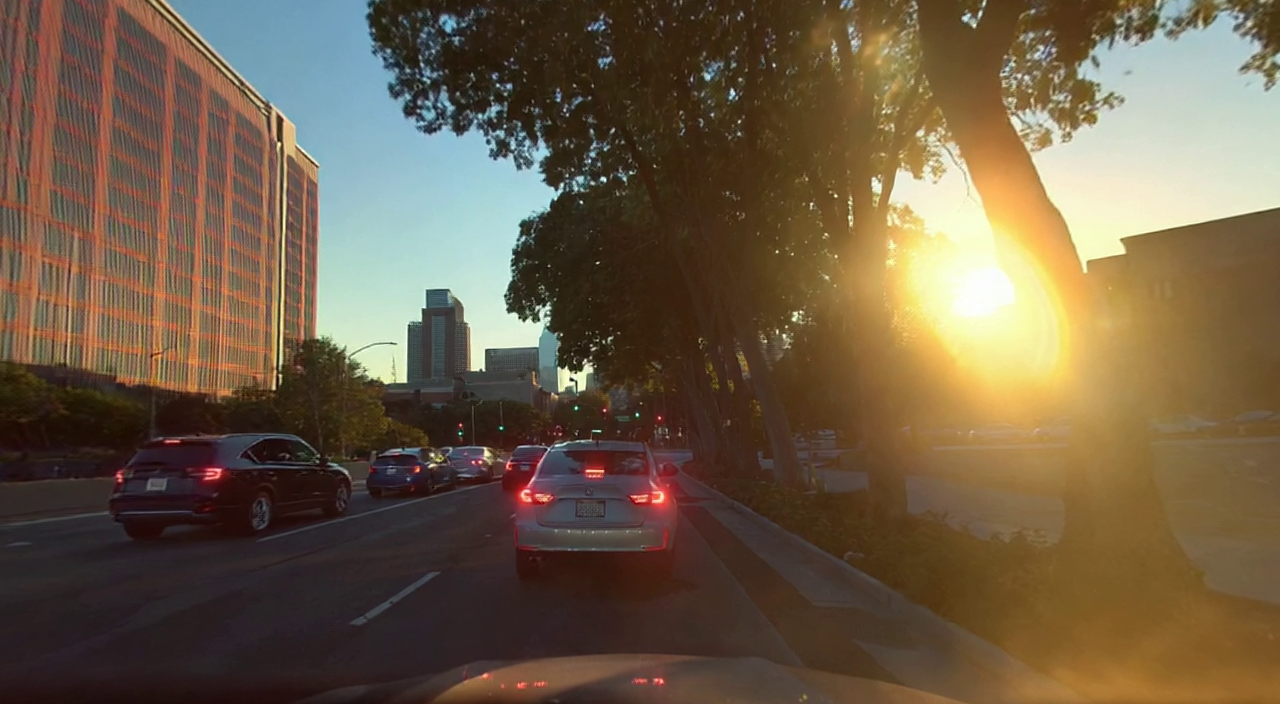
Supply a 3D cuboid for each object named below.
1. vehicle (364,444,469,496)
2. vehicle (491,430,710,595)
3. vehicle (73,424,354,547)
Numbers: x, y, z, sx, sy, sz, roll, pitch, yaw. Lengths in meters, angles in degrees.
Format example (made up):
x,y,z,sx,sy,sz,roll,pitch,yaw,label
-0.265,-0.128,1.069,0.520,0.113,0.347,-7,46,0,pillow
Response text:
x,y,z,sx,sy,sz,roll,pitch,yaw,label
-7.336,3.885,21.258,1.851,1.532,4.279,0,-9,2,vehicle
-0.376,1.816,8.015,2.066,1.544,3.954,0,-9,0,vehicle
-7.290,2.290,11.512,2.068,1.784,4.224,0,-9,1,vehicle
